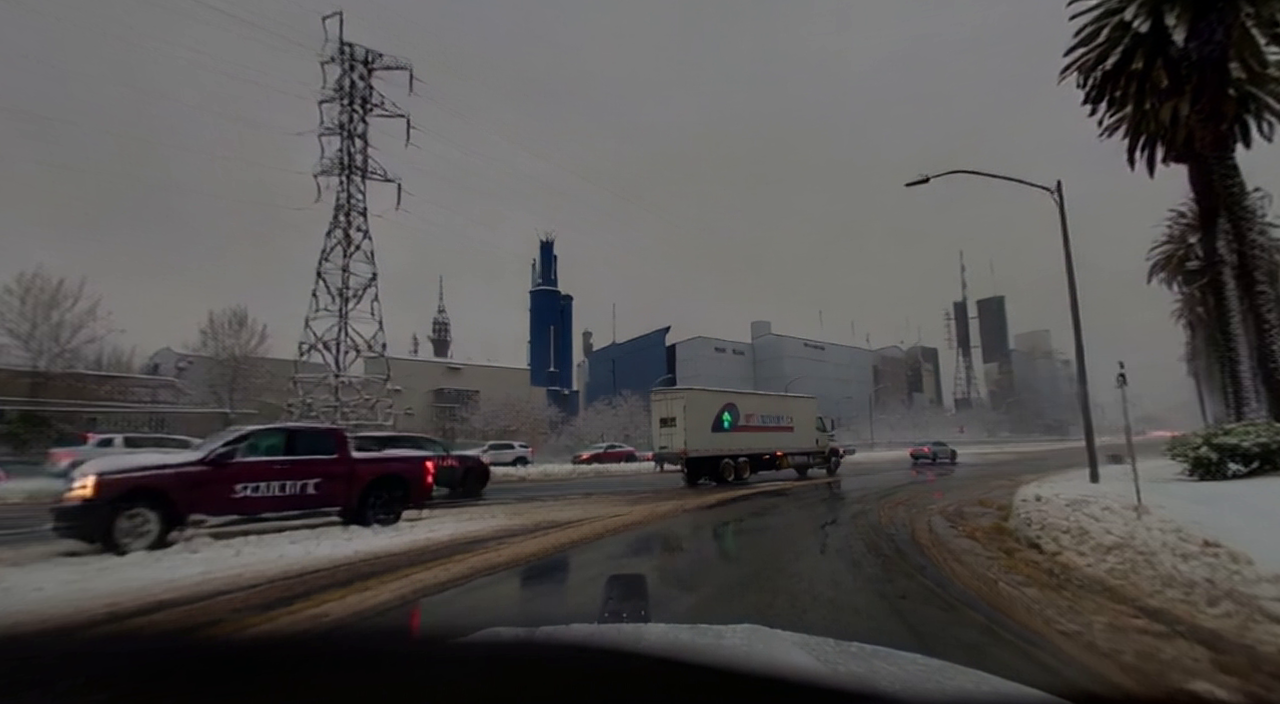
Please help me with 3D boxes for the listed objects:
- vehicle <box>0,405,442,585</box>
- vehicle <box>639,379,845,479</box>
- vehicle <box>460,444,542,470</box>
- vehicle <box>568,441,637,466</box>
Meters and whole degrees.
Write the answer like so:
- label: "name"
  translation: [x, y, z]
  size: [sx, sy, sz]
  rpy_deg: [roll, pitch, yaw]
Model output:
- label: "vehicle"
  translation: [-5.785, 1.860, 9.174]
  size: [2.101, 1.848, 5.132]
  rpy_deg: [-7, -11, 40]
- label: "vehicle"
  translation: [5.256, 3.746, 29.907]
  size: [11.567, 3.933, 2.903]
  rpy_deg: [7, -11, -41]
- label: "vehicle"
  translation: [-8.139, 6.148, 37.207]
  size: [4.419, 1.451, 1.792]
  rpy_deg: [8, -12, -43]
- label: "vehicle"
  translation: [-2.502, 6.869, 42.914]
  size: [4.532, 1.567, 1.847]
  rpy_deg: [7, -11, -42]
